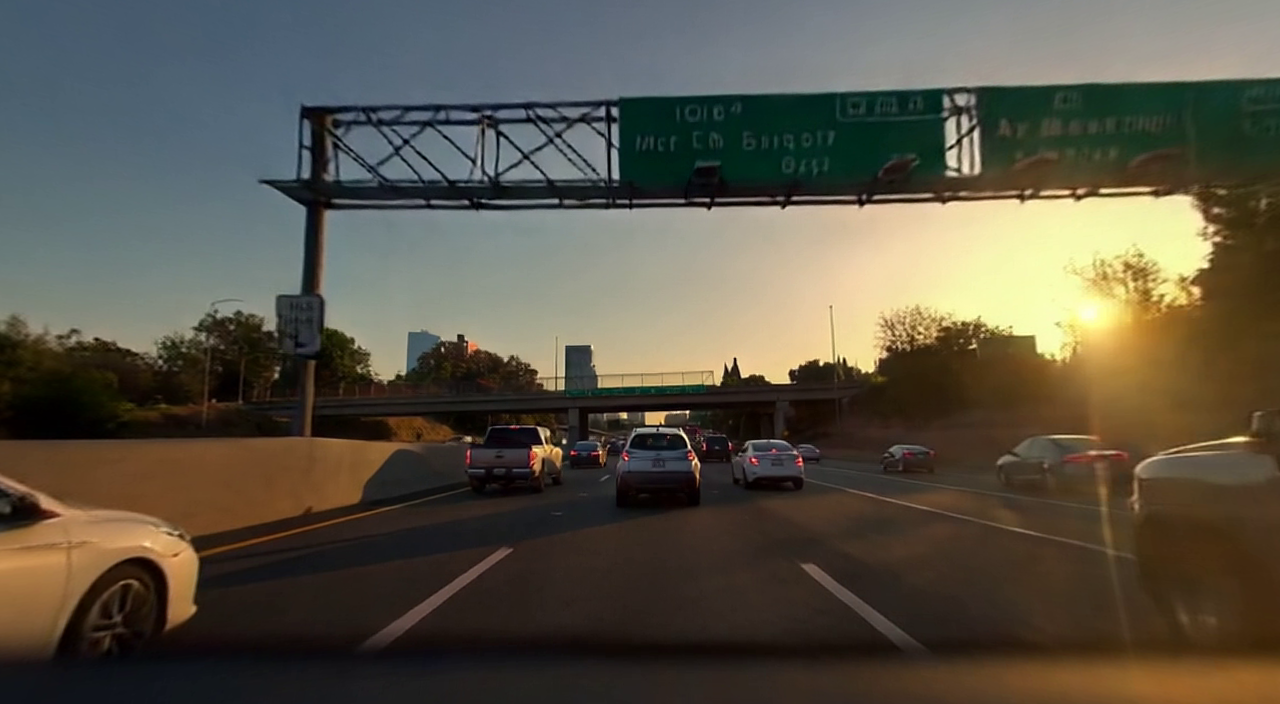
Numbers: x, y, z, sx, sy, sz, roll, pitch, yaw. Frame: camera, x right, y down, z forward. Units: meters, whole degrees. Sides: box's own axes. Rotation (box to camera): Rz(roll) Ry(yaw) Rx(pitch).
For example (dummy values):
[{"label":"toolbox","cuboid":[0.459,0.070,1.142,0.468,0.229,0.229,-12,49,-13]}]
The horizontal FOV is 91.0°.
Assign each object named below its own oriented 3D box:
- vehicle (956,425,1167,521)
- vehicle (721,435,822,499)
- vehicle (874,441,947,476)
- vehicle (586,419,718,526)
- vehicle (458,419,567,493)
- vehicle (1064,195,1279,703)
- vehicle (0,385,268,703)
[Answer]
[{"label":"vehicle","cuboid":[9.109,2.633,14.165,1.977,1.795,4.208,0,-9,4]},{"label":"vehicle","cuboid":[3.723,3.360,18.764,2.022,1.633,4.651,0,-9,0]},{"label":"vehicle","cuboid":[14.445,5.694,33.948,2.085,1.754,4.466,0,-9,2]},{"label":"vehicle","cuboid":[0.237,2.328,12.633,2.181,1.756,4.167,0,-9,1]},{"label":"vehicle","cuboid":[-3.994,3.434,21.092,2.212,2.101,6.052,0,-9,1]},{"label":"vehicle","cuboid":[3.551,0.306,0.810,2.300,2.242,5.327,0,-9,1]},{"label":"vehicle","cuboid":[-3.705,0.837,2.053,2.014,1.579,4.761,0,-9,1]}]
